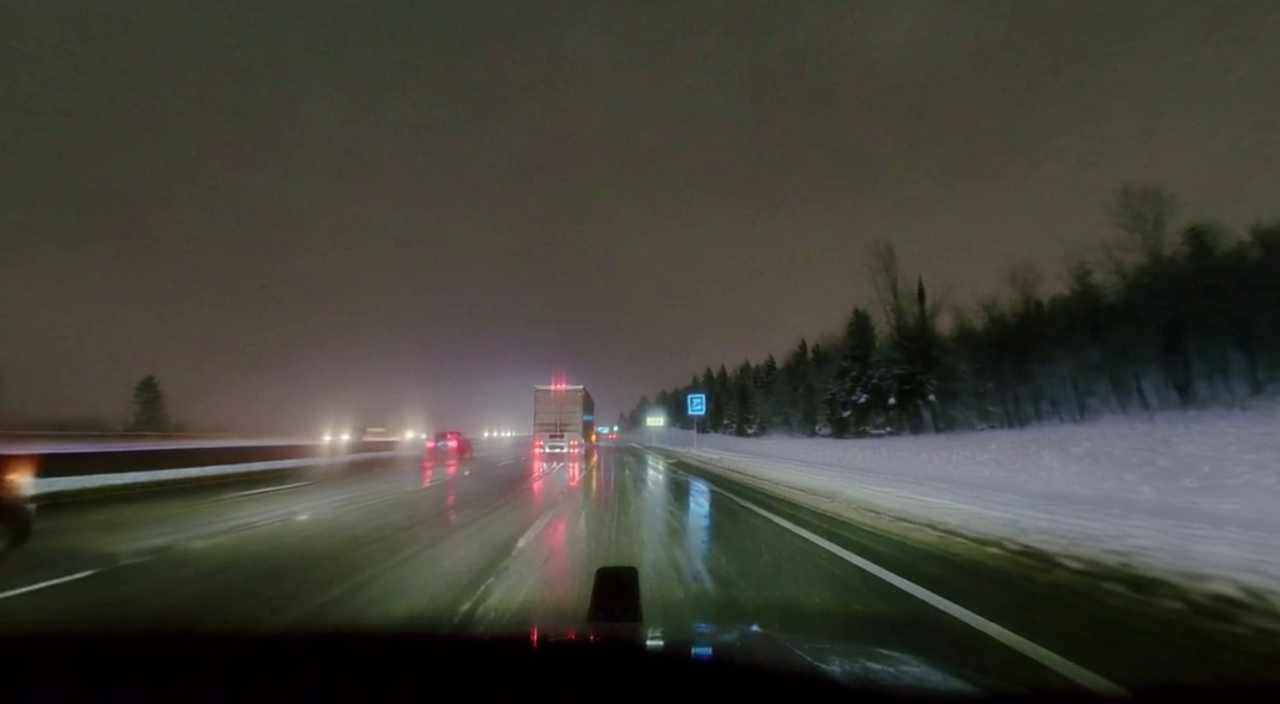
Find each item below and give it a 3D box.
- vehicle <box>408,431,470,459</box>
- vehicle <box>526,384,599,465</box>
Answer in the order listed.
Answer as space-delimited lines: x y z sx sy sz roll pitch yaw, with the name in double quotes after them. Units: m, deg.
-11.783 5.491 37.190 2.138 1.531 4.864 0 -8 -1 "vehicle"
-4.213 4.431 37.186 3.002 3.987 12.477 0 -8 -1 "vehicle"
